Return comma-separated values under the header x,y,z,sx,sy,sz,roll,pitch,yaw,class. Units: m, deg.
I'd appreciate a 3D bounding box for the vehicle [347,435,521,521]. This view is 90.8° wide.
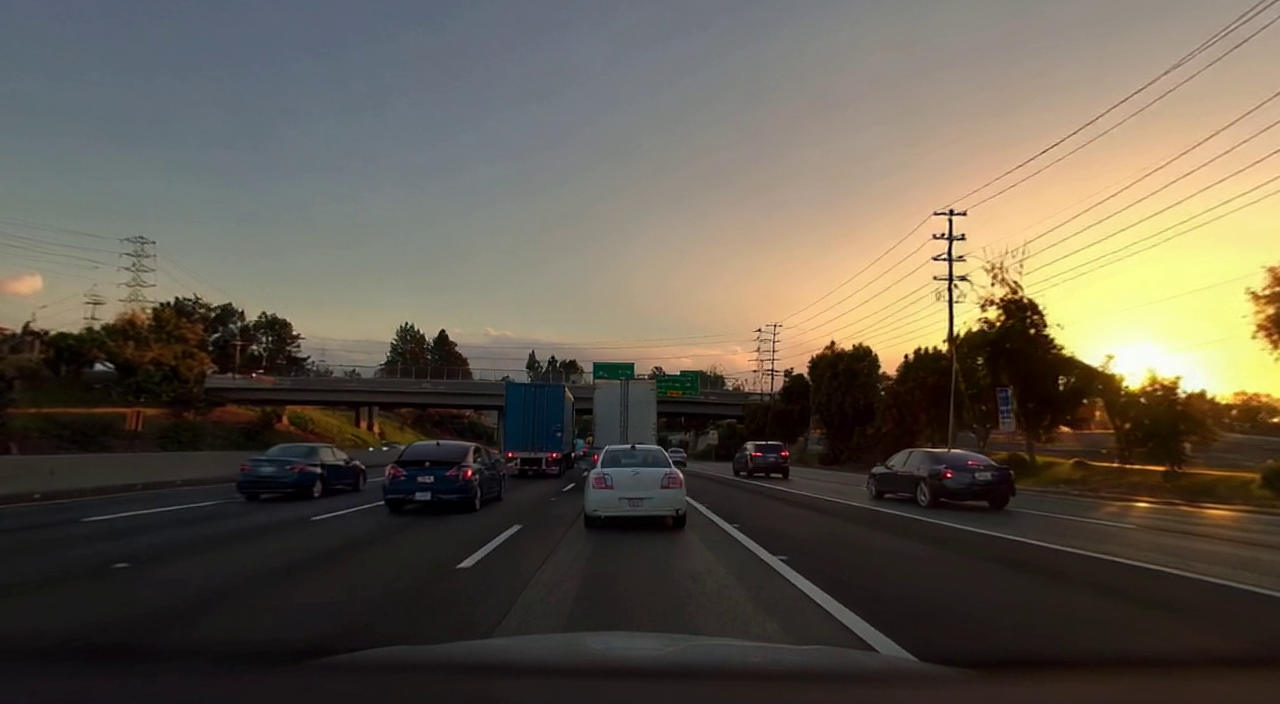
x,y,z,sx,sy,sz,roll,pitch,yaw,class
-3.997,2.542,13.360,2.090,1.463,4.968,0,-9,-1,vehicle

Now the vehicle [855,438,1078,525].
x,y,z,sx,sy,sz,roll,pitch,yaw,class
6.138,2.453,12.577,1.878,1.406,4.164,1,-9,-6,vehicle

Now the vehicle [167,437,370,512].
x,y,z,sx,sy,sz,roll,pitch,yaw,class
-8.326,2.766,14.817,2.008,1.454,4.693,0,-9,-2,vehicle

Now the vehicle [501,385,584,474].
x,y,z,sx,sy,sz,roll,pitch,yaw,class
-5.480,5.102,39.480,3.150,4.298,17.928,0,-9,-3,vehicle

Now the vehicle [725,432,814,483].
x,y,z,sx,sy,sz,roll,pitch,yaw,class
4.654,3.869,23.338,2.023,1.676,4.002,1,-9,-7,vehicle

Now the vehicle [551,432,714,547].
x,y,z,sx,sy,sz,roll,pitch,yaw,class
-0.202,2.096,10.288,2.112,1.463,4.012,0,-9,-3,vehicle
